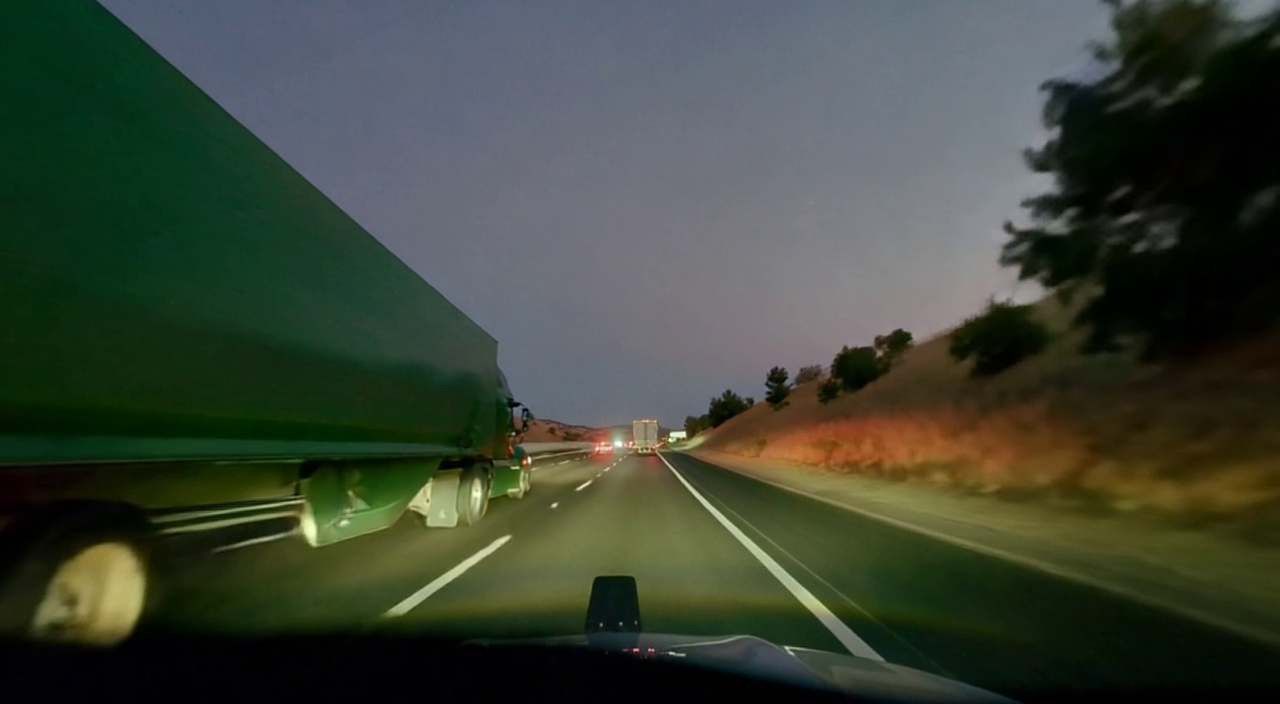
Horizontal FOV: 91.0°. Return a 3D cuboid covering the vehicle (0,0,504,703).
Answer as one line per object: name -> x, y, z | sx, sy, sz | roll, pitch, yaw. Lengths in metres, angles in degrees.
vehicle -> -3.715, 0.521, 5.356 | 2.789, 3.271, 10.894 | 1, -9, -1
